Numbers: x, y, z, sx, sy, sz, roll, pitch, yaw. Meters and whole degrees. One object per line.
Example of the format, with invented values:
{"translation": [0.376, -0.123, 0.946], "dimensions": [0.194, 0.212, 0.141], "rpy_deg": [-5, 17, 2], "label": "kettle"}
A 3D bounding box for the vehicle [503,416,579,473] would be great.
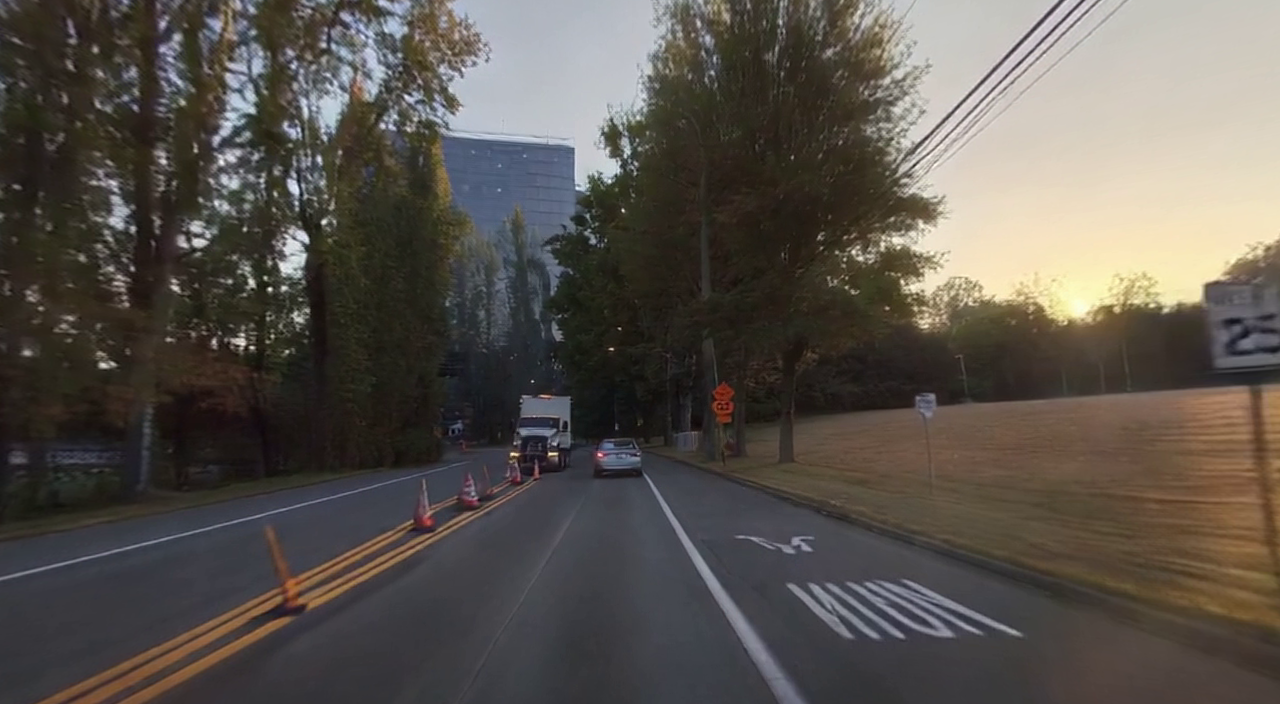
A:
{"translation": [-3.897, 3.783, 25.864], "dimensions": [2.671, 2.053, 6.074], "rpy_deg": [1, -8, -6], "label": "vehicle"}

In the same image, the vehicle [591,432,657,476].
{"translation": [-0.619, 3.722, 23.325], "dimensions": [2.186, 1.463, 4.356], "rpy_deg": [0, -8, -2], "label": "vehicle"}
